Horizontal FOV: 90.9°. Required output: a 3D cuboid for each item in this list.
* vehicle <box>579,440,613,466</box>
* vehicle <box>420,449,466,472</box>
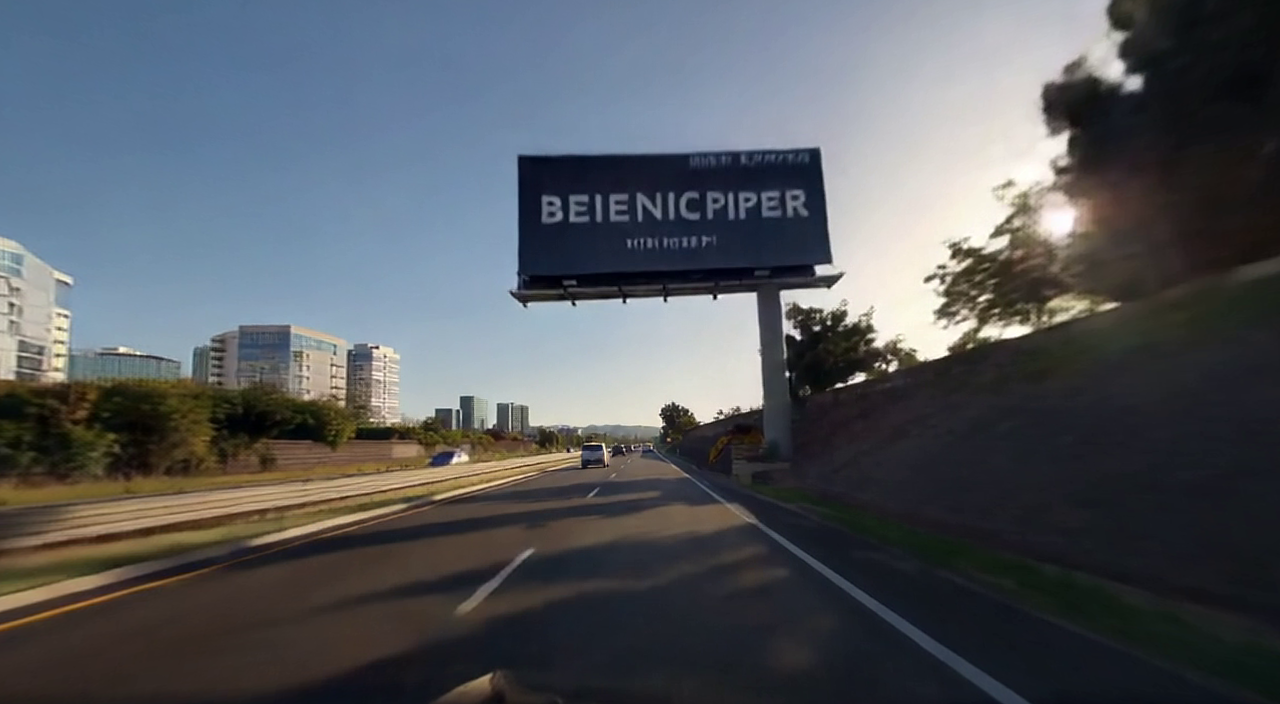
[{"bbox_3d":[-3.227,7.573,47.347,2.159,1.793,5.027,-1,-8,1],"label":"vehicle"},{"bbox_3d":[-13.082,7.182,42.050,1.799,1.442,3.664,0,-8,1],"label":"vehicle"}]
